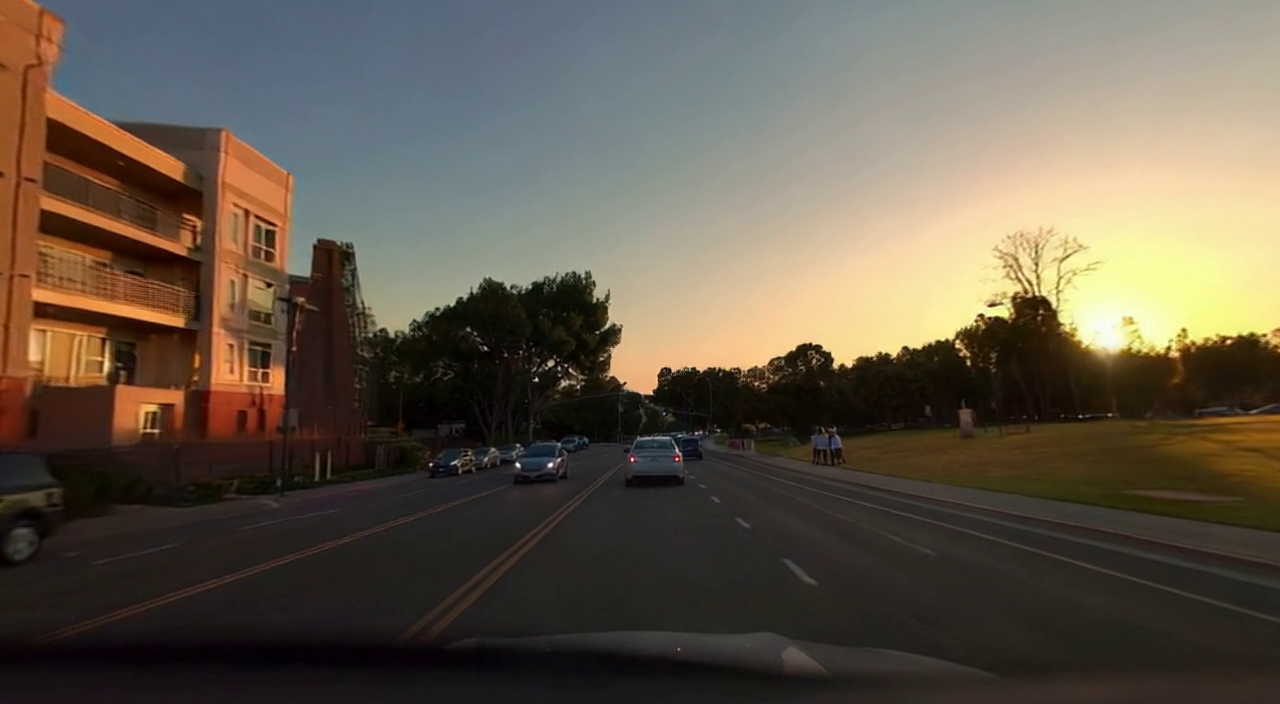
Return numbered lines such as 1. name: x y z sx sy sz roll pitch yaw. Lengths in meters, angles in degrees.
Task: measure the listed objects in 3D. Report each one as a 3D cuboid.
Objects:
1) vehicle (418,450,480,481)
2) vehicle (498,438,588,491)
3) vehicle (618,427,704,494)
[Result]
1. vehicle: -10.285 6.121 34.264 1.839 1.474 4.694 -1 -9 1
2. vehicle: -2.912 3.488 19.906 2.104 1.455 4.199 -1 -9 1
3. vehicle: 0.515 2.999 17.664 2.132 1.632 3.838 0 -9 0
